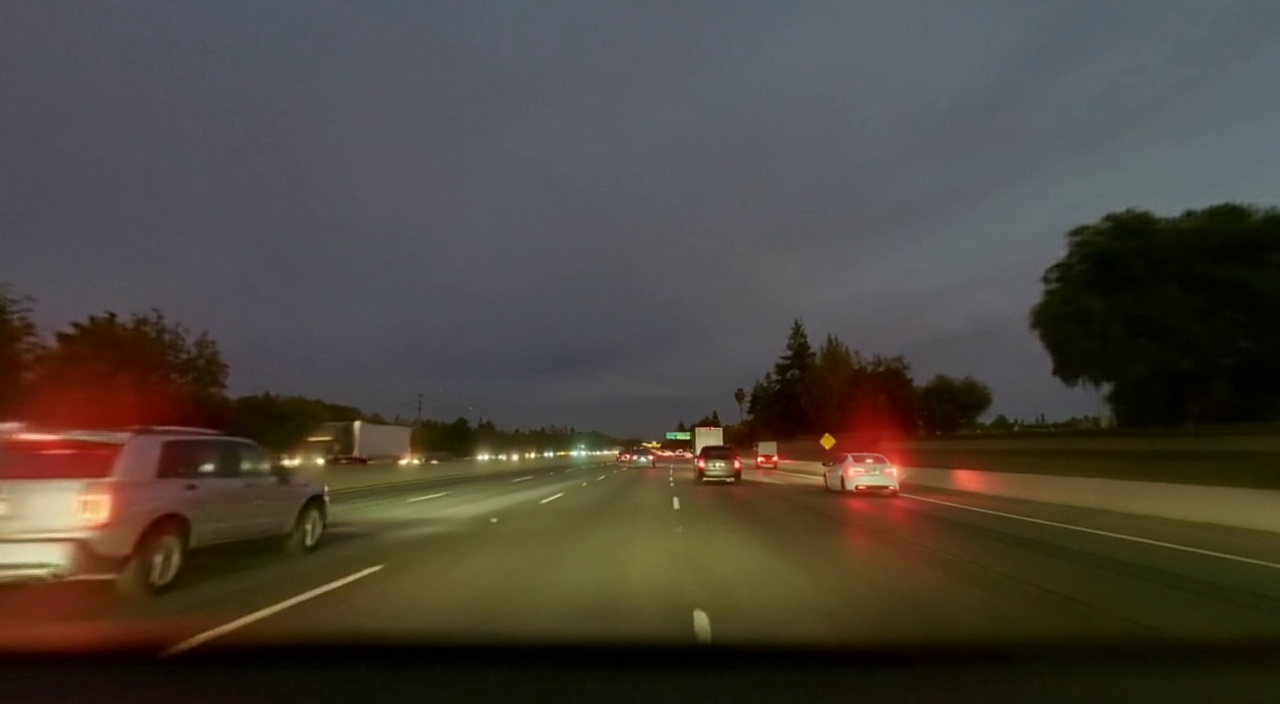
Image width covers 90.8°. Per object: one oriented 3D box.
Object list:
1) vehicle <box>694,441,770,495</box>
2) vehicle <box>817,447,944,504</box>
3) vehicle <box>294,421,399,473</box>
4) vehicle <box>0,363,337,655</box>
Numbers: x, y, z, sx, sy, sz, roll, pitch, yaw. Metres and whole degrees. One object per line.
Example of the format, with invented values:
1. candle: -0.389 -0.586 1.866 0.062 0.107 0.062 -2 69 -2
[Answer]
1. vehicle: 3.116 4.027 22.331 2.103 1.717 4.399 0 -9 1
2. vehicle: 7.131 3.682 19.367 2.146 1.482 4.665 0 -9 1
3. vehicle: -20.601 6.795 45.084 2.848 3.328 8.515 -1 -9 4
4. vehicle: -5.150 1.259 5.679 2.036 1.892 5.214 0 -9 3
